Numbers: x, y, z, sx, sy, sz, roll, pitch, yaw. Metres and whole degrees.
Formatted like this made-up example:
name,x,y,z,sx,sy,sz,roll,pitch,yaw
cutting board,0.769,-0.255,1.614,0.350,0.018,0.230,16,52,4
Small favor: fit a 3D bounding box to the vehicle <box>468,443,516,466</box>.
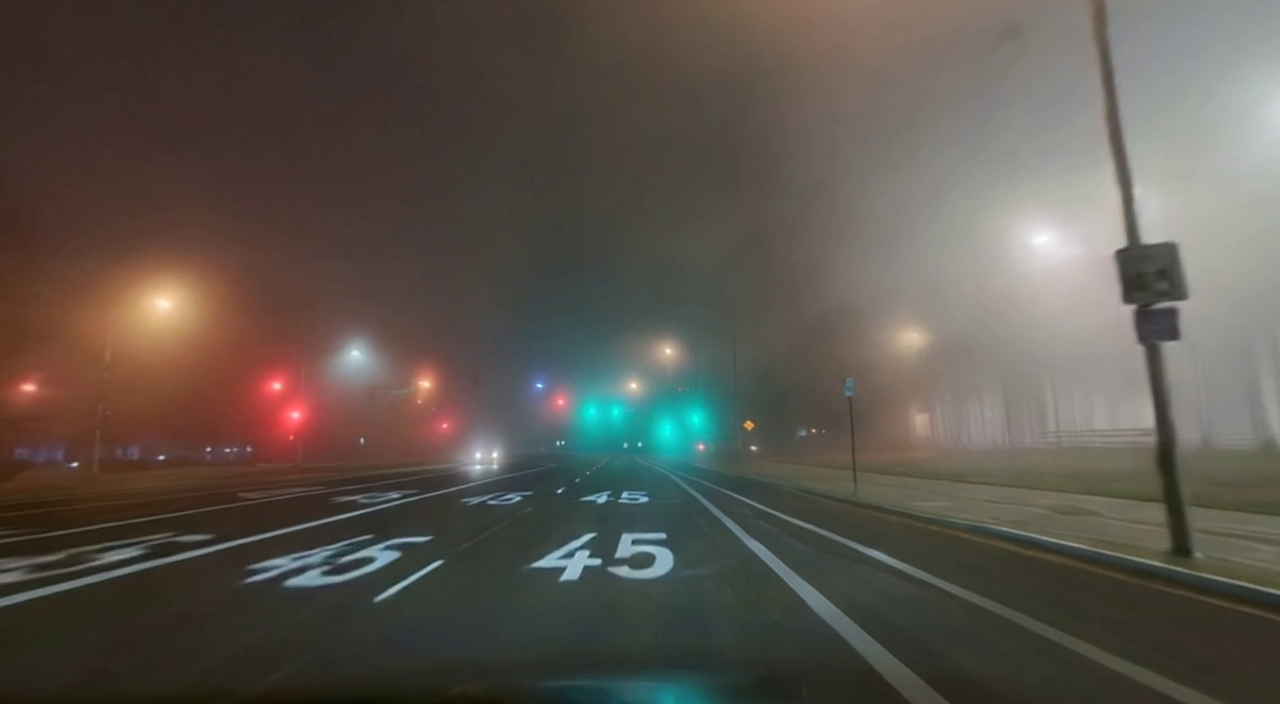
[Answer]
name,x,y,z,sx,sy,sz,roll,pitch,yaw
vehicle,-9.967,6.930,42.876,2.089,1.390,4.555,0,-8,0
